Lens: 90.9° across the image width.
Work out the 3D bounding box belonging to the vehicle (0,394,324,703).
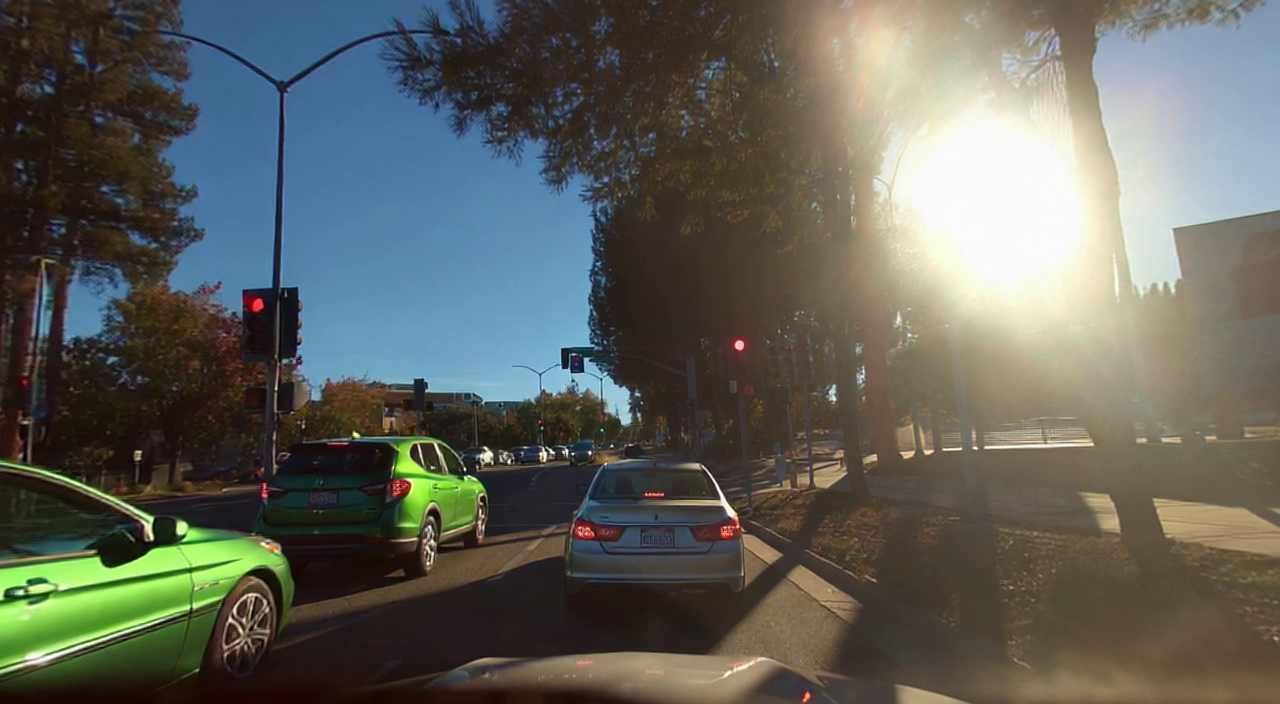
[{"bbox_3d":[-3.149,0.952,2.418,1.808,1.520,3.846,-1,-9,1],"label":"vehicle"}]

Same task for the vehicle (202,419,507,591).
[{"bbox_3d":[-3.176,1.785,8.142,1.950,1.628,4.082,-1,-9,1],"label":"vehicle"}]

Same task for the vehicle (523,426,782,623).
[{"bbox_3d":[0.027,1.591,6.633,1.977,1.467,3.474,0,-9,-2],"label":"vehicle"}]
